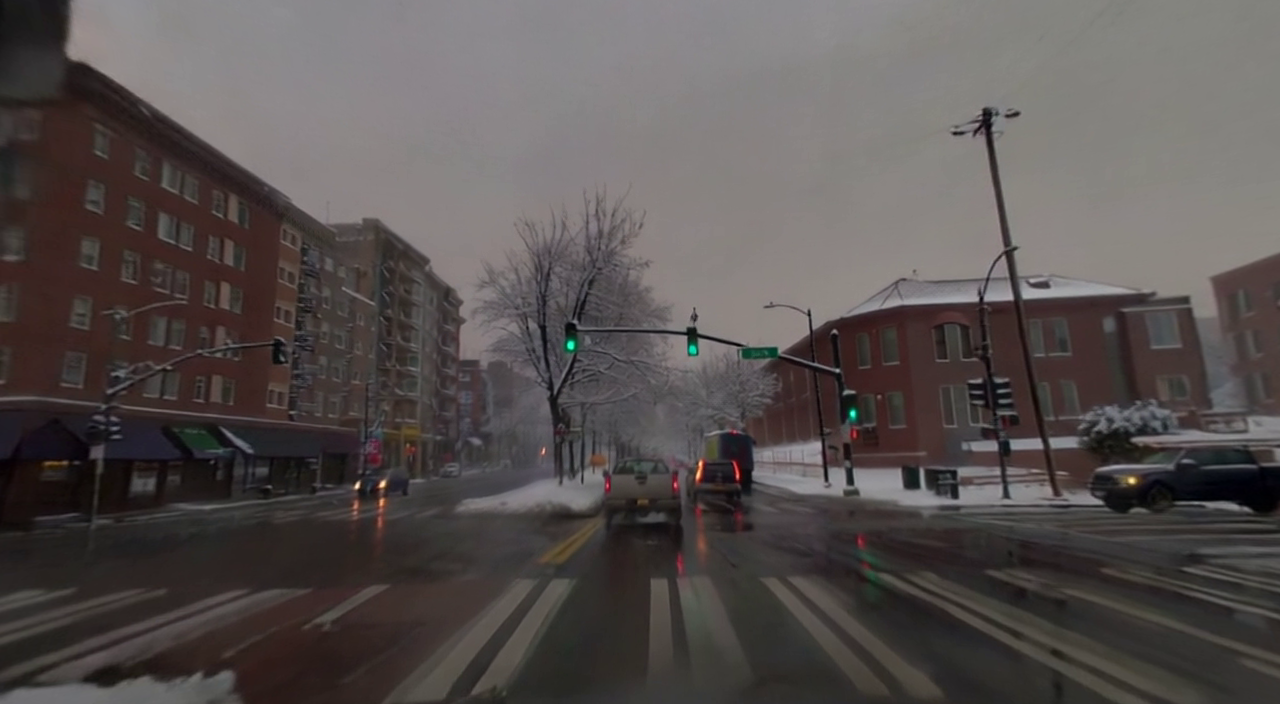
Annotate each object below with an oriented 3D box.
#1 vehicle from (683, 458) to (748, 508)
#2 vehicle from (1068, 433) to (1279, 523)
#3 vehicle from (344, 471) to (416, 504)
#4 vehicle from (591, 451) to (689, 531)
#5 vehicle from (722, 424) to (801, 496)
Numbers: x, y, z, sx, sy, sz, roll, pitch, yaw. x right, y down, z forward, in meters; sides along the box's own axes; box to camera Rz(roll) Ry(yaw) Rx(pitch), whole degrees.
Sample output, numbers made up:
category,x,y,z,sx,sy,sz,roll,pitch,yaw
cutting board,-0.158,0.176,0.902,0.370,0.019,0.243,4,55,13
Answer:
category,x,y,z,sx,sy,sz,roll,pitch,yaw
vehicle,2.920,5.159,25.323,1.939,1.746,4.091,0,-9,-2
vehicle,13.926,3.016,15.428,5.156,2.005,2.122,-1,-9,7
vehicle,-14.285,7.466,34.980,2.043,1.526,4.617,0,-9,-1
vehicle,0.001,3.489,16.432,2.209,1.748,4.130,0,-9,0
vehicle,6.236,5.642,33.453,2.803,3.401,6.688,0,-9,0
